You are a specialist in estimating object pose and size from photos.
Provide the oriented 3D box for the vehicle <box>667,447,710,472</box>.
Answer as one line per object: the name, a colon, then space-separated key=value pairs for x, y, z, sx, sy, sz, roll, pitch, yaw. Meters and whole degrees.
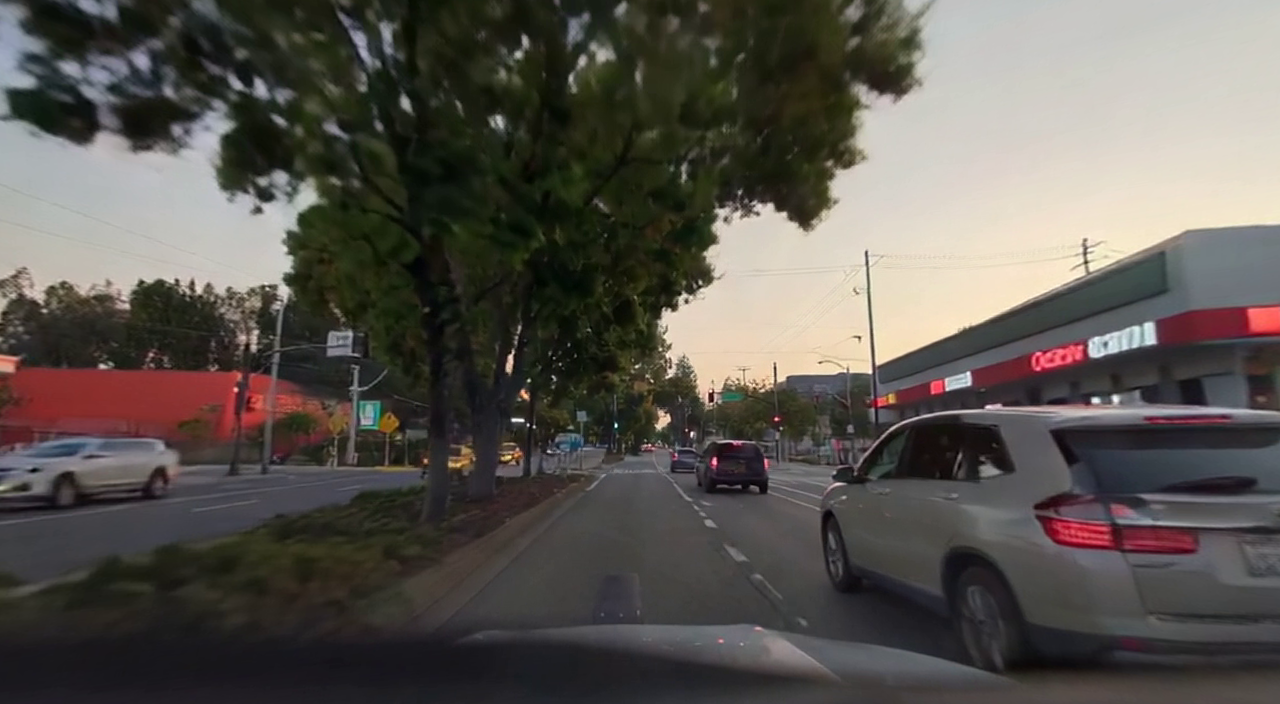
vehicle: x=3.012 y=6.744 z=39.878 sx=2.282 sy=1.458 sz=4.362 roll=0 pitch=-9 yaw=-1

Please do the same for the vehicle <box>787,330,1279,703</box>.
vehicle: x=2.688 y=1.136 z=4.410 sx=2.183 sy=1.720 sz=4.842 roll=0 pitch=-9 yaw=0

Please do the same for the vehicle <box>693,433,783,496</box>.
vehicle: x=2.845 y=3.375 z=19.213 sx=1.999 sy=1.679 sz=4.217 roll=0 pitch=-8 yaw=-1

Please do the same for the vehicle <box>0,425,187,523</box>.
vehicle: x=-13.554 y=2.738 z=14.845 sx=2.097 sy=1.912 sz=4.828 roll=1 pitch=-8 yaw=-1
